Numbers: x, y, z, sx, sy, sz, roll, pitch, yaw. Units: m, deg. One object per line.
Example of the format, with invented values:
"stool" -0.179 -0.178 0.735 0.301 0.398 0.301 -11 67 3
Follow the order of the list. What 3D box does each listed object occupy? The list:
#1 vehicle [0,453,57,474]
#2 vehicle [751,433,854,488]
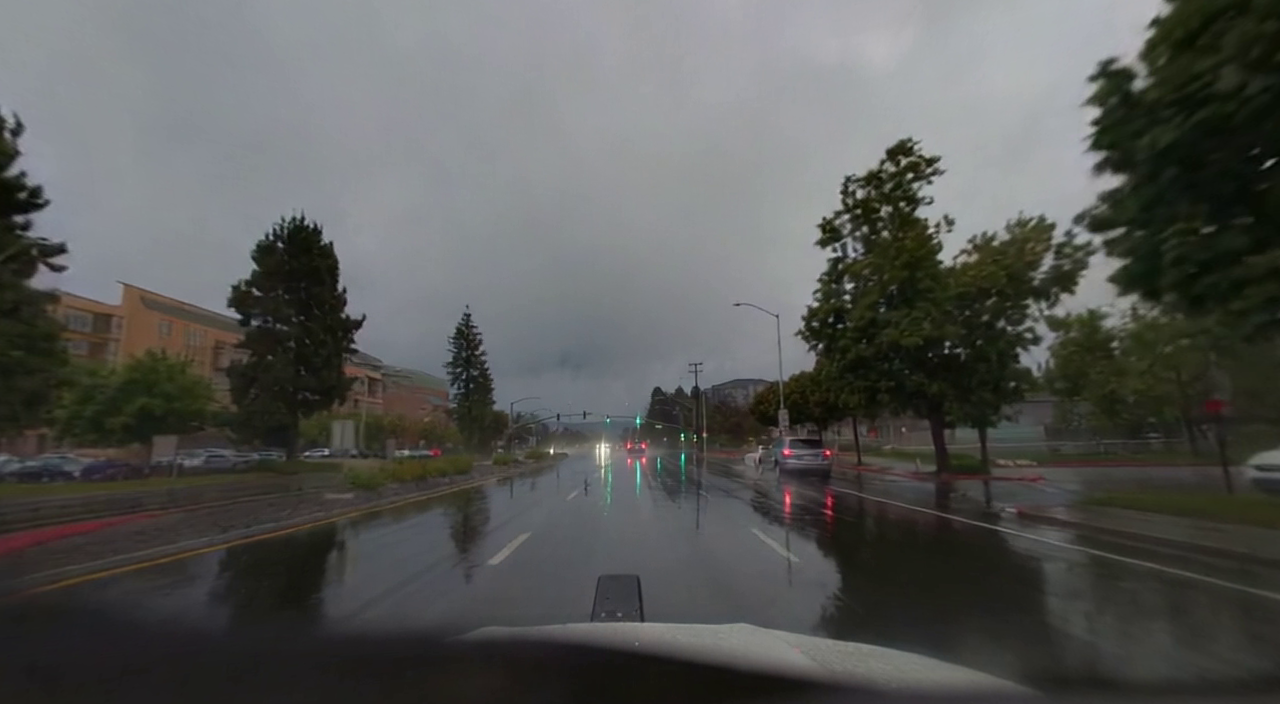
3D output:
"vehicle" -47.758 8.471 48.103 1.793 1.472 4.450 -5 -10 33
"vehicle" 5.824 3.952 23.456 2.295 1.804 4.971 0 -8 -3
